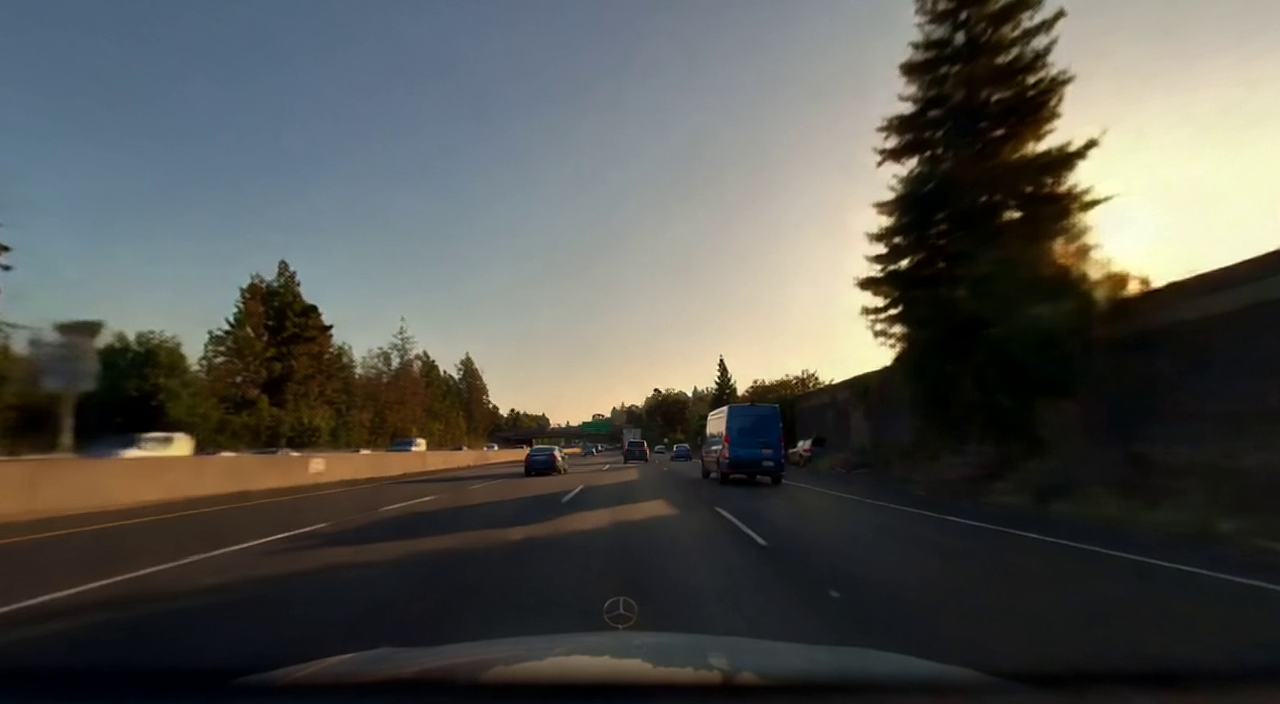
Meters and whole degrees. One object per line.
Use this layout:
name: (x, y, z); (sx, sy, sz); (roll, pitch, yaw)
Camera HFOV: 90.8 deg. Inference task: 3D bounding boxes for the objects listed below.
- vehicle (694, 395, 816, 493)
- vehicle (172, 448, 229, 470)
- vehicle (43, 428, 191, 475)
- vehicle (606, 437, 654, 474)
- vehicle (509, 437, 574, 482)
vehicle: (3.489, 3.055, 20.985); (2.631, 2.709, 6.496); (0, -8, -2)
vehicle: (-28.753, 6.982, 41.424); (1.469, 1.316, 3.179); (0, -8, 0)
vehicle: (-17.260, 3.309, 21.105); (1.932, 1.435, 3.510); (0, -8, -1)
vehicle: (-0.545, 5.351, 32.857); (2.297, 1.783, 4.355); (0, -8, -1)
vehicle: (-4.046, 4.482, 26.706); (2.023, 1.709, 4.263); (0, -8, 0)
